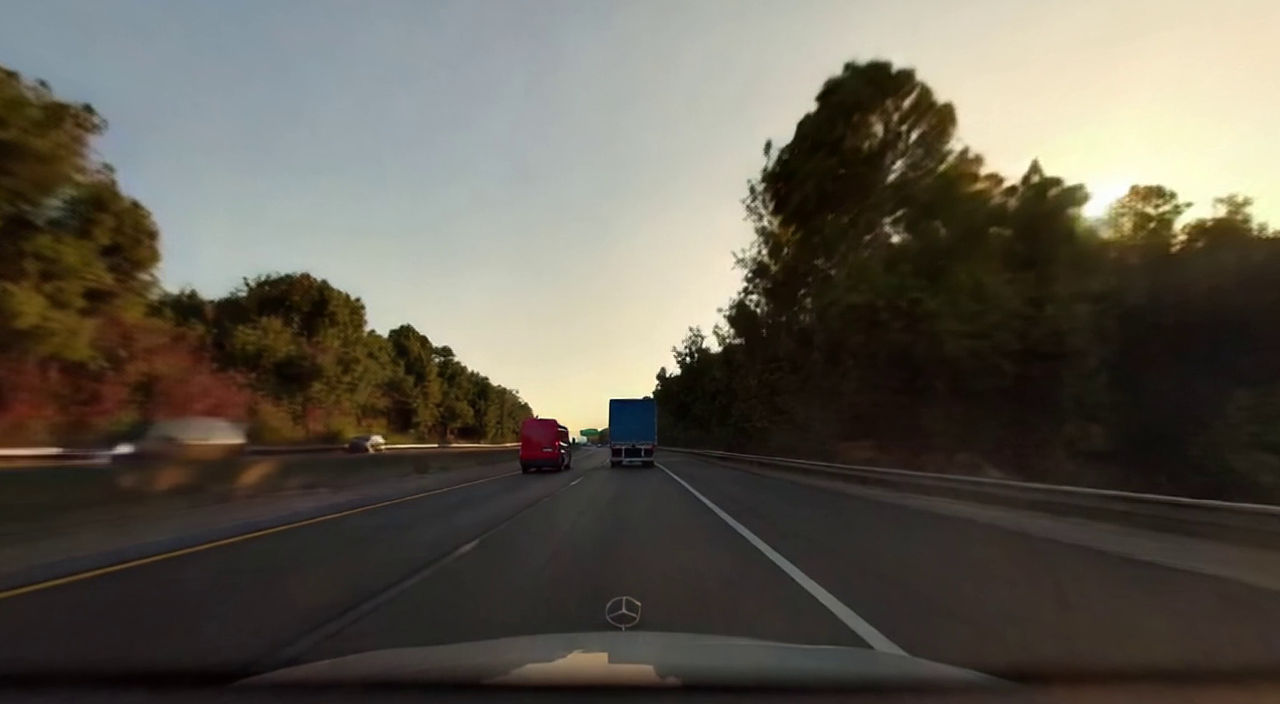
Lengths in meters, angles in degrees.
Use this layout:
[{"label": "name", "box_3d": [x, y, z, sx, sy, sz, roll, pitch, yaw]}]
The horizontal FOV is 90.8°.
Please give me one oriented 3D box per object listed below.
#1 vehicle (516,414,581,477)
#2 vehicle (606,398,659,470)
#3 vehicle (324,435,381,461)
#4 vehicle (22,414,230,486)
[{"label": "vehicle", "box_3d": [-4.395, 4.680, 31.426, 2.357, 2.786, 6.144, 0, -9, -1]}, {"label": "vehicle", "box_3d": [-0.448, 5.436, 40.667, 2.995, 4.036, 10.311, 0, -9, 0]}, {"label": "vehicle", "box_3d": [-17.475, 5.891, 38.524, 1.757, 1.478, 3.711, 0, -9, -1]}, {"label": "vehicle", "box_3d": [-13.089, 2.556, 16.496, 1.994, 1.636, 4.057, 0, -9, 0]}]
